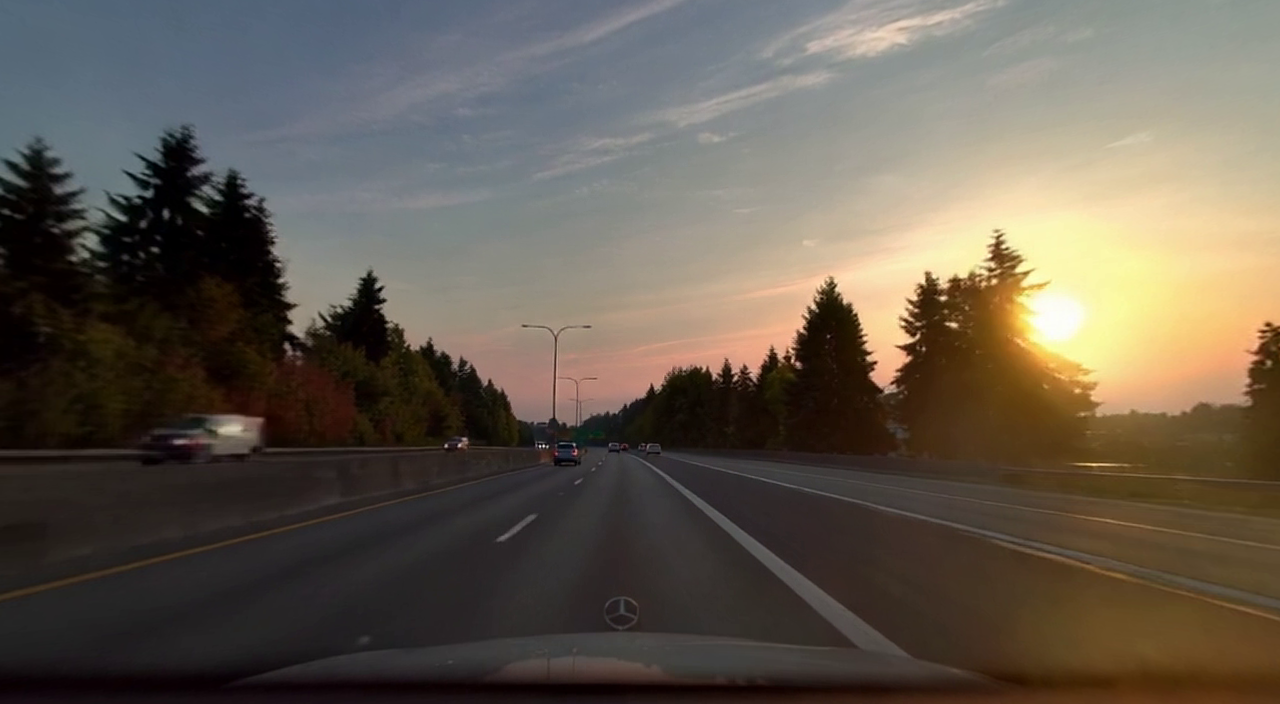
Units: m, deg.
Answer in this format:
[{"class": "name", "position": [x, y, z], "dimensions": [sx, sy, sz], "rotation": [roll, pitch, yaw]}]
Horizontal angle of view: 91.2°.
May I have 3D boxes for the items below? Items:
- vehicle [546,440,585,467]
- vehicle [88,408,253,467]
[{"class": "vehicle", "position": [-4.654, 6.402, 39.742], "dimensions": [2.071, 1.615, 3.868], "rotation": [0, -9, -1]}, {"class": "vehicle", "position": [-16.969, 3.188, 23.119], "dimensions": [2.070, 1.906, 5.188], "rotation": [0, -9, -1]}]
